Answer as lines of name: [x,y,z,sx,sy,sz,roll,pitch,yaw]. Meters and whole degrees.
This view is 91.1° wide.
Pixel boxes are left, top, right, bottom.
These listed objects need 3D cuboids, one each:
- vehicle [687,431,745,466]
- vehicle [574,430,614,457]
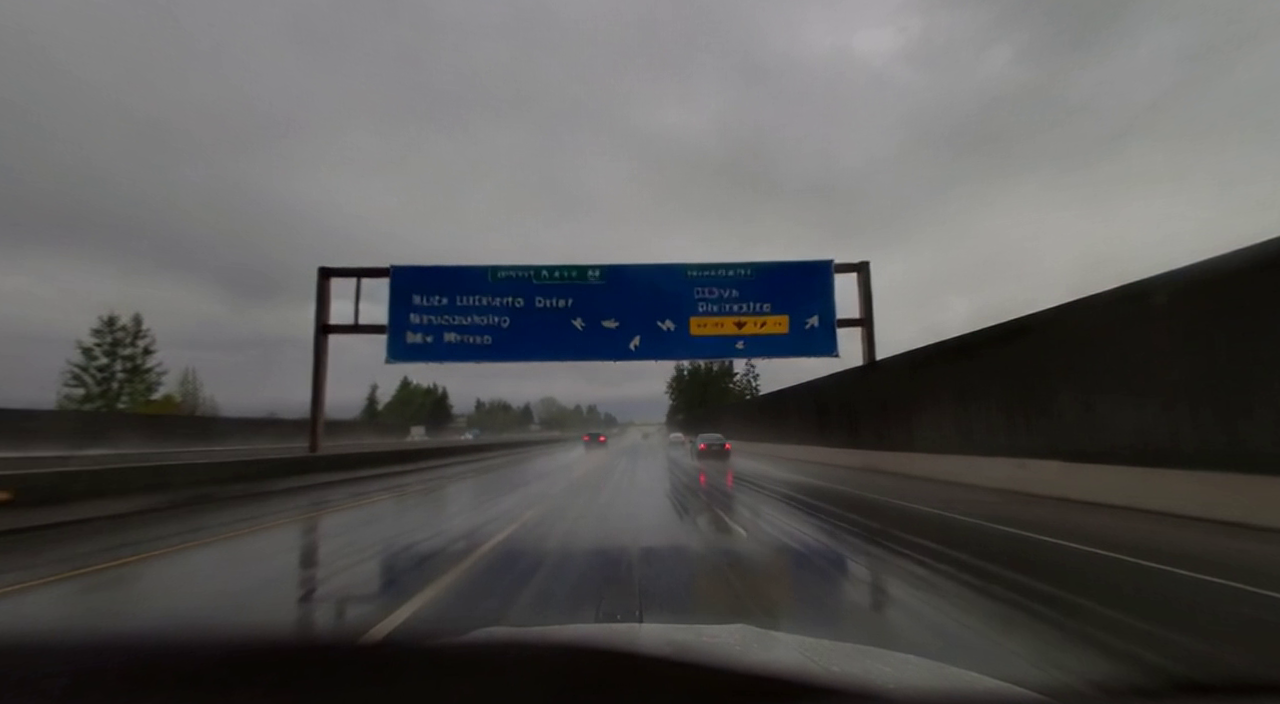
vehicle: [3.543,4.561,30.071,2.077,1.523,4.539,0,-8,-2]
vehicle: [-2.924,5.923,40.848,2.219,1.660,4.153,0,-8,1]
